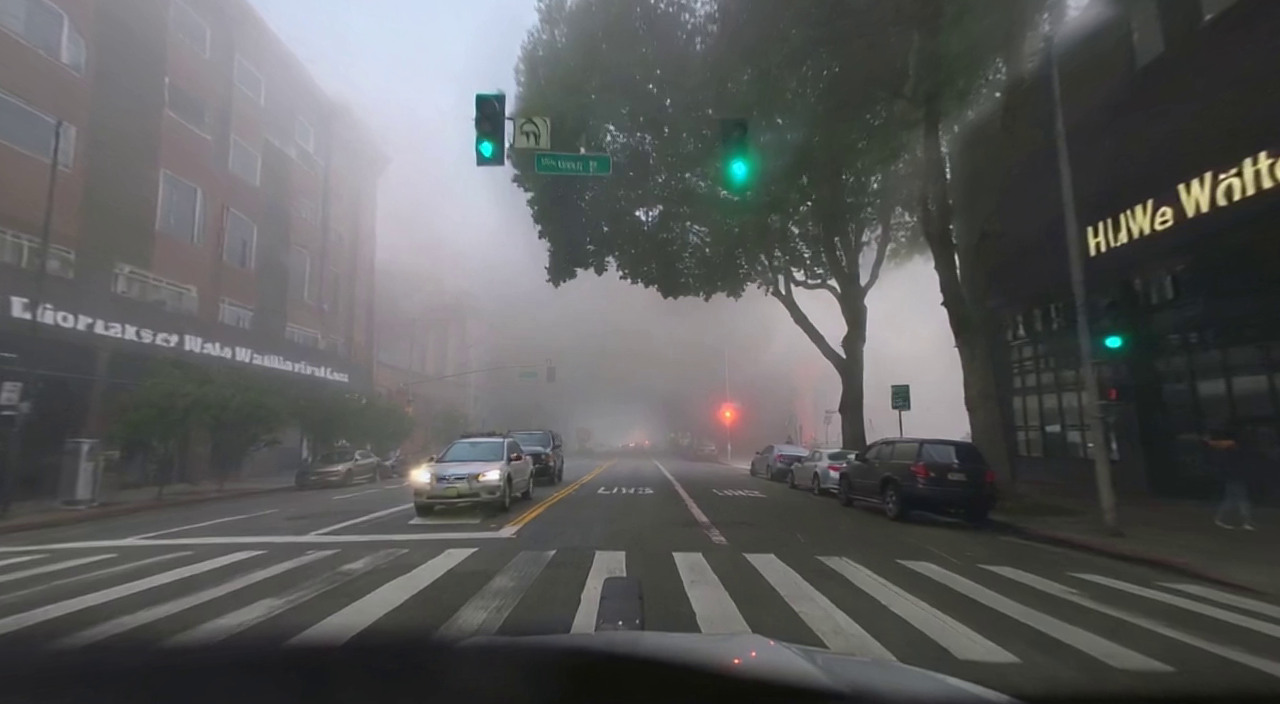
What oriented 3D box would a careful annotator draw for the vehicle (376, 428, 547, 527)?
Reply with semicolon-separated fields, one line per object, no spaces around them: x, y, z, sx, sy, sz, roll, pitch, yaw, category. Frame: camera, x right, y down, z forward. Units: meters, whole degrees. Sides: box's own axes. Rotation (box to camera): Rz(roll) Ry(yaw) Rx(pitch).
-3.133;2.303;12.166;2.013;1.527;4.335;0;-8;0;vehicle

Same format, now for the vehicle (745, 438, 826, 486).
5.982;4.554;26.583;2.150;1.805;4.870;0;-8;-1;vehicle

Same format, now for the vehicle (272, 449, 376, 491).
-12.555;4.682;25.423;1.973;1.528;4.037;-1;-8;2;vehicle

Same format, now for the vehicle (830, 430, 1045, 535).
5.893;2.616;13.379;2.116;1.780;4.682;0;-8;-2;vehicle
